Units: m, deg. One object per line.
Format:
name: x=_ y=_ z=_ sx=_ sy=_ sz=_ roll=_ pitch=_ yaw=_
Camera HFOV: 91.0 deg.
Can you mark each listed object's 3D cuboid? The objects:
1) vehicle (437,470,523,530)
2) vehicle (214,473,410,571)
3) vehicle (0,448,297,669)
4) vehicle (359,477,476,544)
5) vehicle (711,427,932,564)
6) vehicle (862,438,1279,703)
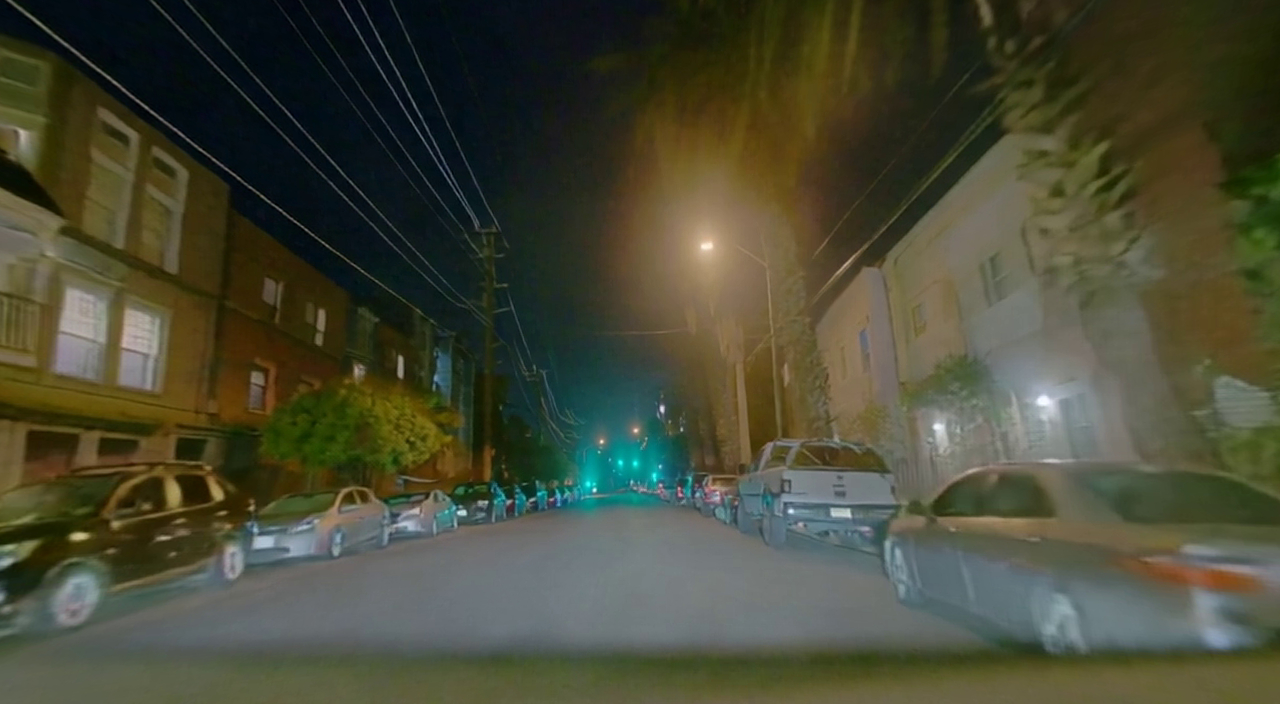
vehicle: x=-6.209 y=5.791 z=25.169 sx=2.349 sy=1.952 sz=4.848 roll=0 pitch=-8 yaw=-3
vehicle: x=-6.550 y=3.399 z=13.273 sx=1.841 sy=1.491 sz=4.525 roll=0 pitch=-9 yaw=-2
vehicle: x=-6.483 y=2.103 z=7.656 sx=1.933 sy=1.824 sz=5.142 roll=0 pitch=-8 yaw=-3
vehicle: x=-6.345 y=4.546 z=18.547 sx=1.874 sy=1.449 sz=4.622 roll=0 pitch=-8 yaw=-2
vehicle: x=2.969 y=2.526 z=12.199 sx=2.268 sy=1.953 sz=6.124 roll=0 pitch=-9 yaw=-2
vehicle: x=3.070 y=1.321 z=4.094 sx=1.756 sy=1.455 sz=3.965 roll=0 pitch=-9 yaw=-1
